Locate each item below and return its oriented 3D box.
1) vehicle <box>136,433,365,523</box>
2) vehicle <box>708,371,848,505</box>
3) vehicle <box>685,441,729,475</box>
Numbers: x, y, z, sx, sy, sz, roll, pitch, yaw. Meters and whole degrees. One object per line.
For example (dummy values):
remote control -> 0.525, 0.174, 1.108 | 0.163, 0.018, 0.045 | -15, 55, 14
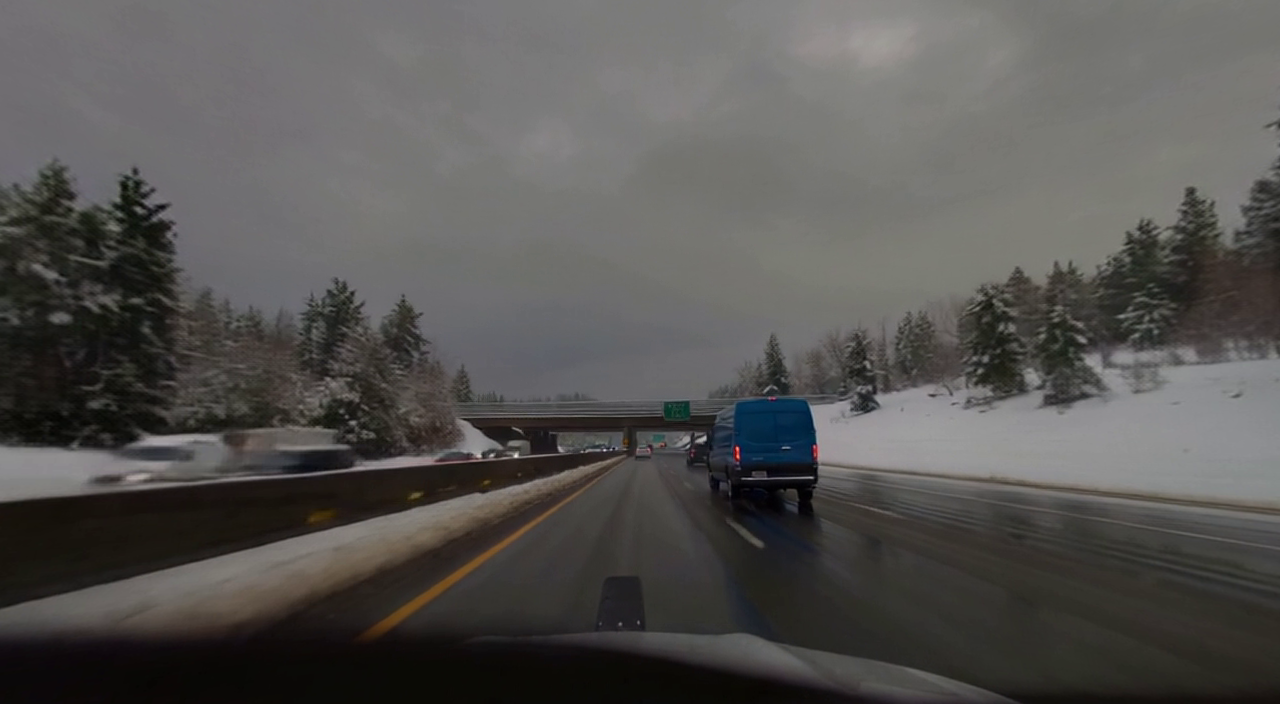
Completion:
vehicle -> -7.594, 2.484, 12.946 | 1.902, 1.496, 4.319 | 0, -9, 1
vehicle -> 3.627, 2.548, 18.442 | 2.460, 3.155, 6.902 | 0, -9, 0
vehicle -> 3.608, 5.787, 34.678 | 2.009, 1.731, 4.149 | 0, -9, 0
